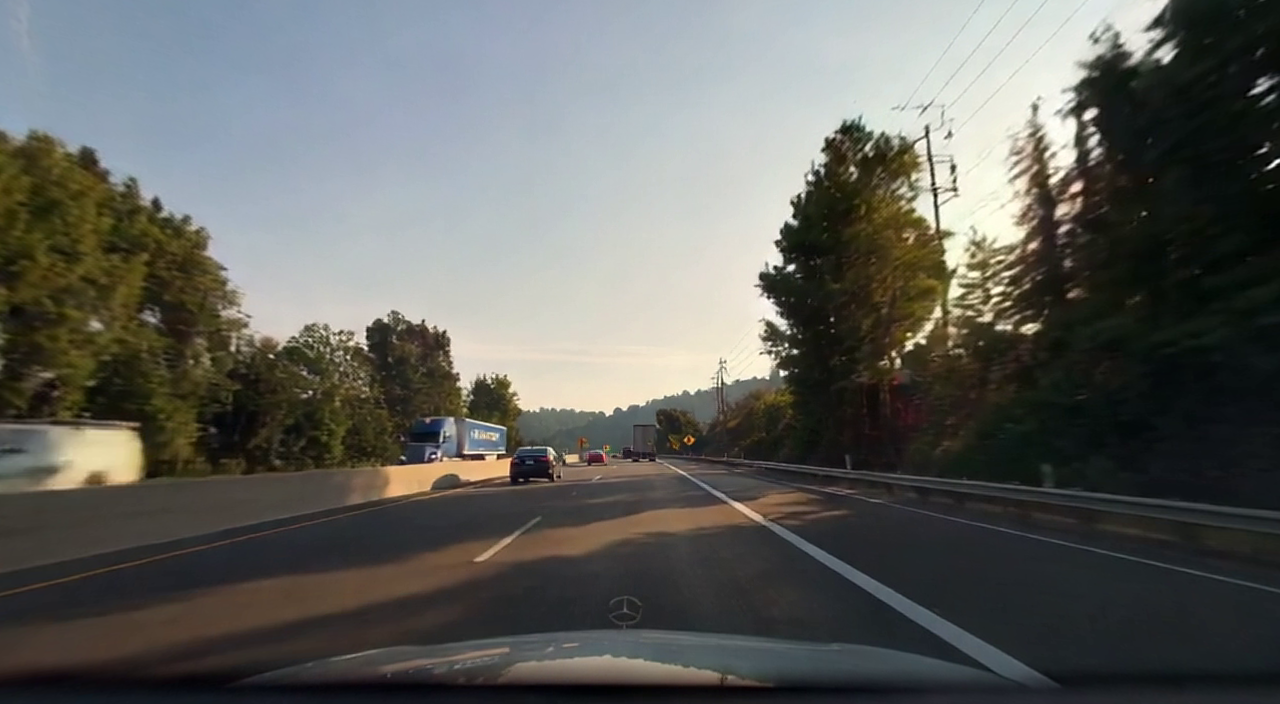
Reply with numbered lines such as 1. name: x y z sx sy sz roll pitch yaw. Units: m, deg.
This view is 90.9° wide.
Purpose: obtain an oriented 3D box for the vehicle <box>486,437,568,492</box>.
1. vehicle: -3.874 3.942 22.404 2.111 1.735 4.066 0 -9 1
